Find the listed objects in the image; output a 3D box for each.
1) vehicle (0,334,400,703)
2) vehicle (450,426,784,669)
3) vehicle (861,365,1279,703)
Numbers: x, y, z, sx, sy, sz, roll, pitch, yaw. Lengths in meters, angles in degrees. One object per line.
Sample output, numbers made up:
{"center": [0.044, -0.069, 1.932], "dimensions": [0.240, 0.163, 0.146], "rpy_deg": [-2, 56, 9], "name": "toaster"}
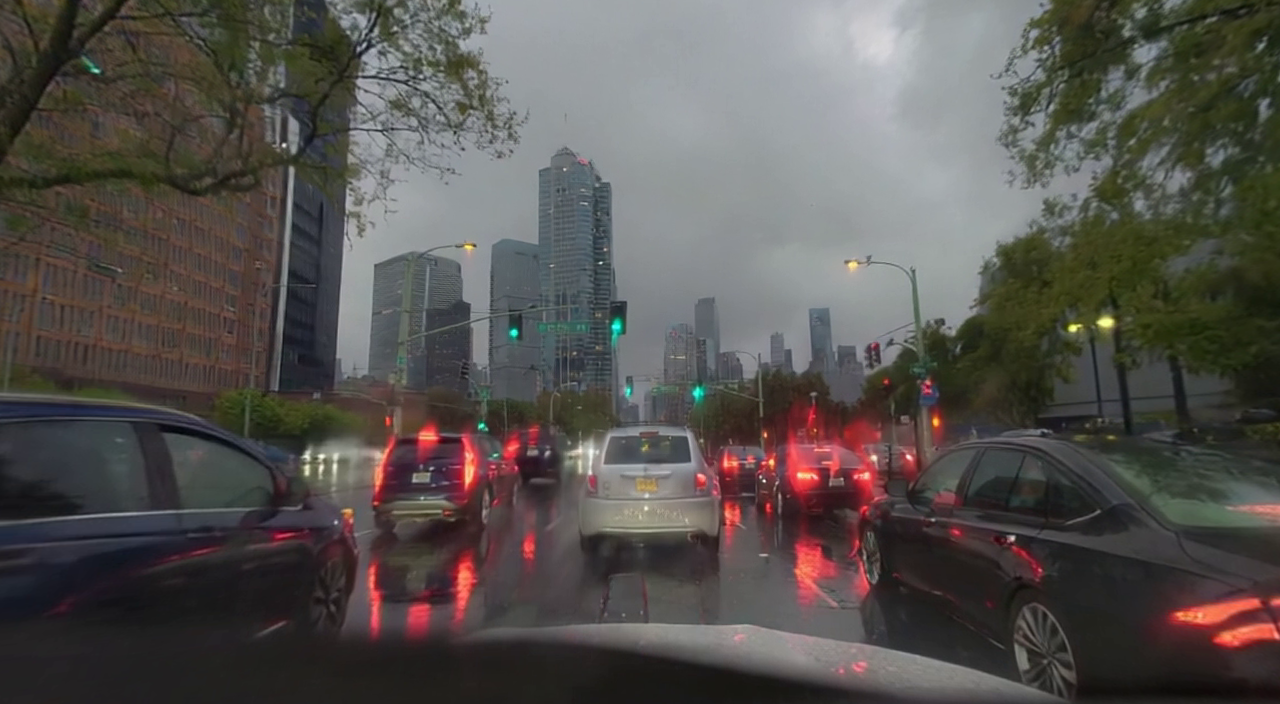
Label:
{"center": [-3.153, 0.956, 3.015], "dimensions": [2.181, 1.723, 4.550], "rpy_deg": [0, -8, 0], "name": "vehicle"}
{"center": [-0.157, 1.472, 5.798], "dimensions": [2.031, 1.461, 3.763], "rpy_deg": [0, -8, -1], "name": "vehicle"}
{"center": [3.330, 1.159, 4.178], "dimensions": [2.179, 1.631, 4.173], "rpy_deg": [0, -8, 0], "name": "vehicle"}
